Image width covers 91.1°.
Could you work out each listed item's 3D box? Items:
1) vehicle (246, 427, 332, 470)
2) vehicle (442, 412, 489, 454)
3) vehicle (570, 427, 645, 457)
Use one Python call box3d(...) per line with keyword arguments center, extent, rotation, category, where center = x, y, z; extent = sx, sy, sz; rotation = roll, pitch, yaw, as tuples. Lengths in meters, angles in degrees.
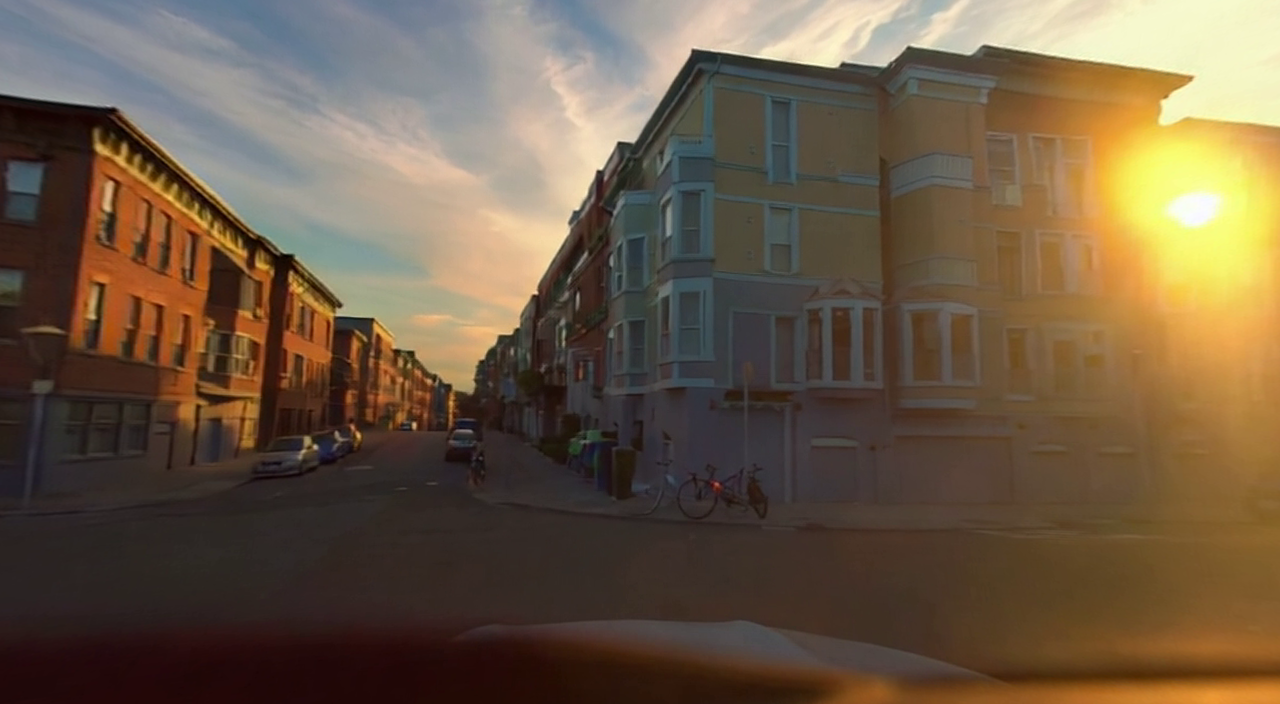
box3d(center=(-12.886, 3.554, 23.338), extent=(1.897, 1.431, 3.741), rotation=(2, -8, -16), category="vehicle")
box3d(center=(-9.456, 4.388, 33.876), extent=(2.072, 2.074, 4.358), rotation=(3, -8, -19), category="vehicle")
box3d(center=(-1.608, 4.415, 30.945), extent=(3.404, 1.431, 1.641), rotation=(2, -8, -17), category="vehicle")
